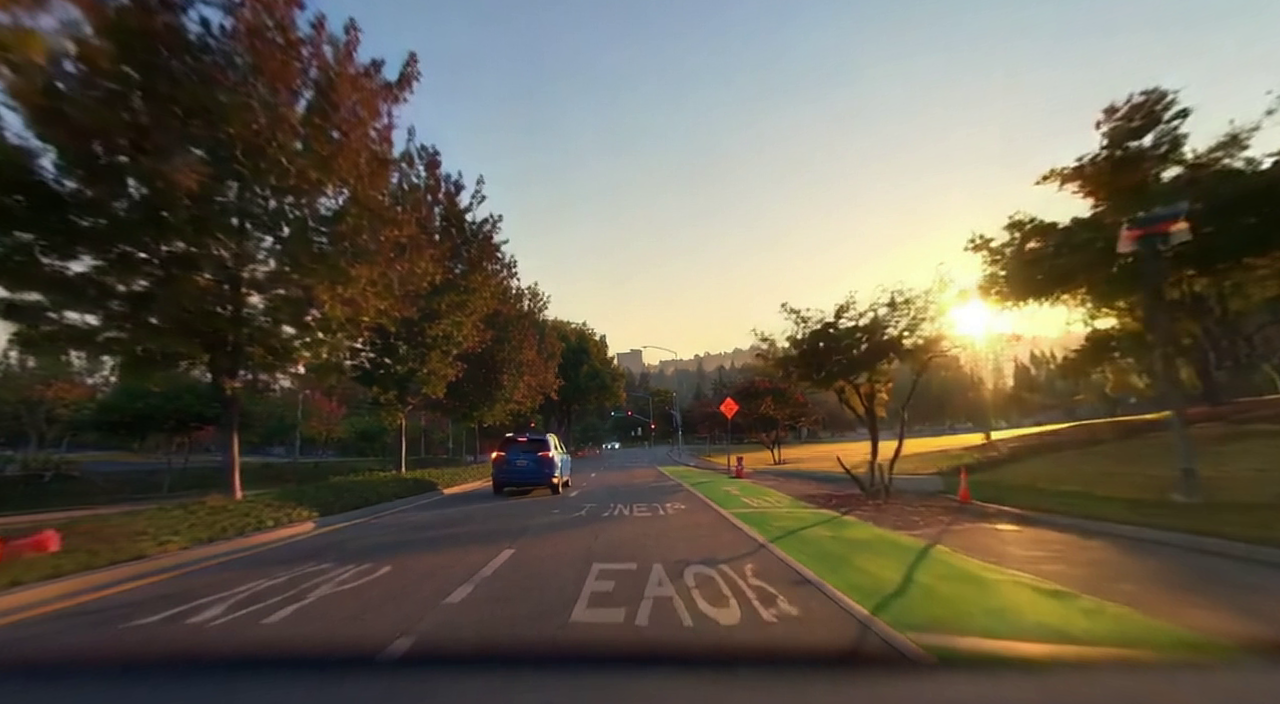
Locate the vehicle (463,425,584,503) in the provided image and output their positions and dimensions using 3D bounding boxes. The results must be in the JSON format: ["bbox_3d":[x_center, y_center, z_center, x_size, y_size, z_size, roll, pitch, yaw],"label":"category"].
[{"bbox_3d":[-2.940,2.973,17.127,2.339,1.790,4.629,0,-9,1],"label":"vehicle"}]
